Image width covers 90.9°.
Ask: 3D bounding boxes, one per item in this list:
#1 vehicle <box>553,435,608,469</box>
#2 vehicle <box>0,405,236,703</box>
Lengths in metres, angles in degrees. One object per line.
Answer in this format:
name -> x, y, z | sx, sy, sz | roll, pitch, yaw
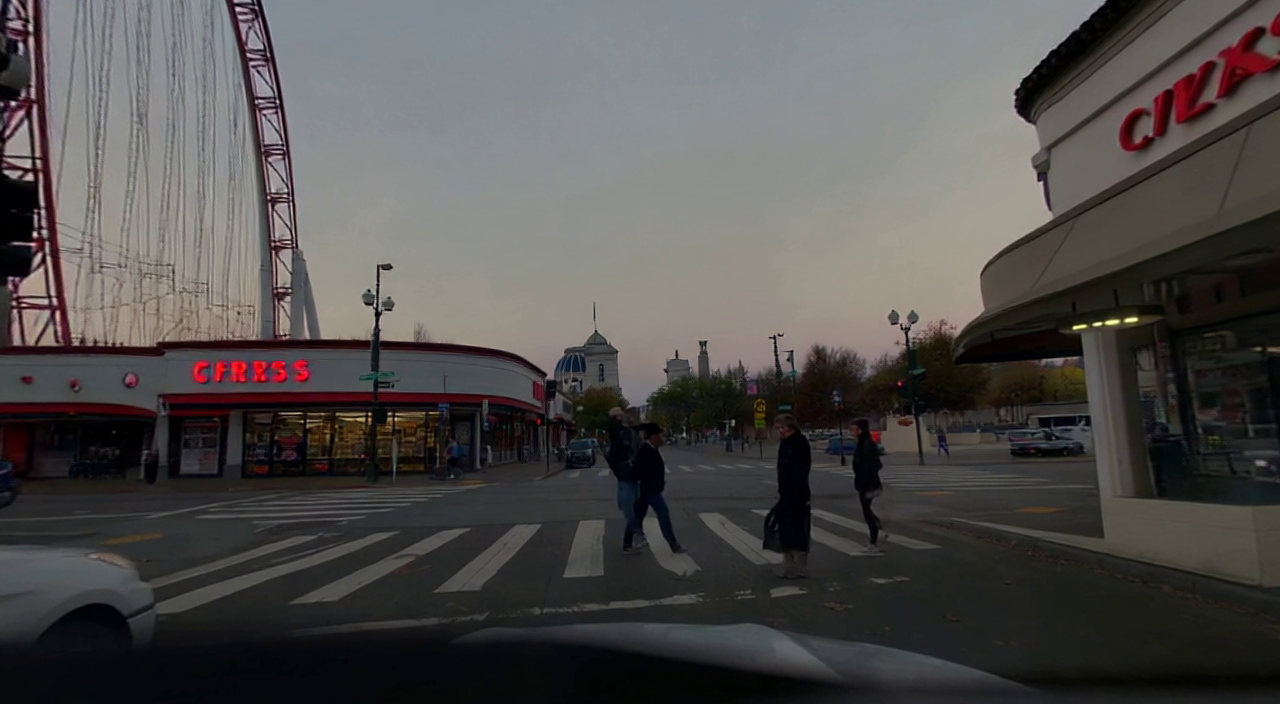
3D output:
vehicle -> -3.911, 6.360, 40.253 | 2.549, 2.000, 5.699 | 2, -9, -15
vehicle -> -3.371, 0.791, 1.188 | 1.940, 1.505, 4.676 | -1, -9, 3
